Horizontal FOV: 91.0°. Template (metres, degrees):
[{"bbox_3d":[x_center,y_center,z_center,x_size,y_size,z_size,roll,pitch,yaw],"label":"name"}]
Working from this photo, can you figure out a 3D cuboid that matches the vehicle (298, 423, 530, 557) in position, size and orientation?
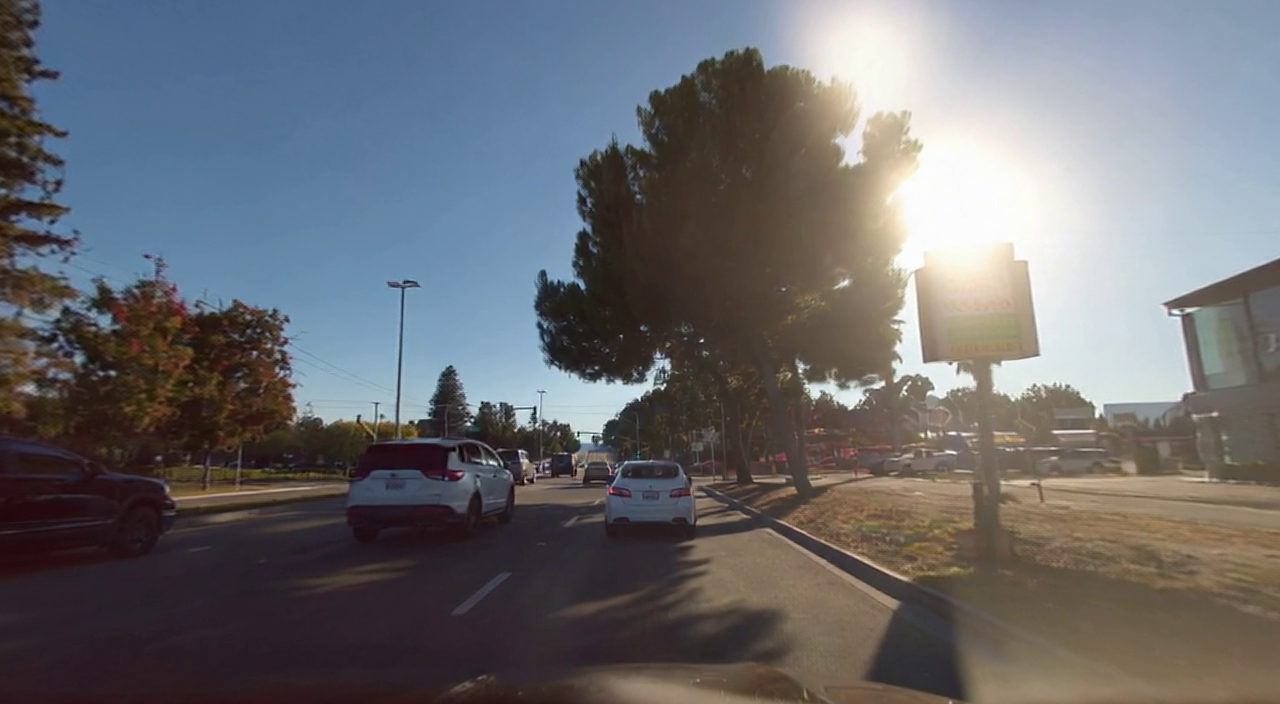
[{"bbox_3d":[-3.362,2.152,10.618,2.055,1.725,4.732,0,-9,1],"label":"vehicle"}]

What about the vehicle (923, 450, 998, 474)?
[{"bbox_3d":[22.511,7.733,44.300,4.220,1.550,1.935,-10,-13,43],"label":"vehicle"}]

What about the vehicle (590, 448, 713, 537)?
[{"bbox_3d":[0.237,2.718,12.843,2.091,1.494,3.962,0,-8,1],"label":"vehicle"}]

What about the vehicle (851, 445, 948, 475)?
[{"bbox_3d":[18.316,7.594,44.656,5.852,1.962,2.323,-8,-11,41],"label":"vehicle"}]

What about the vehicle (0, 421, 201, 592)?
[{"bbox_3d":[-7.224,1.591,6.679,1.968,1.657,4.230,0,-9,1],"label":"vehicle"}]
